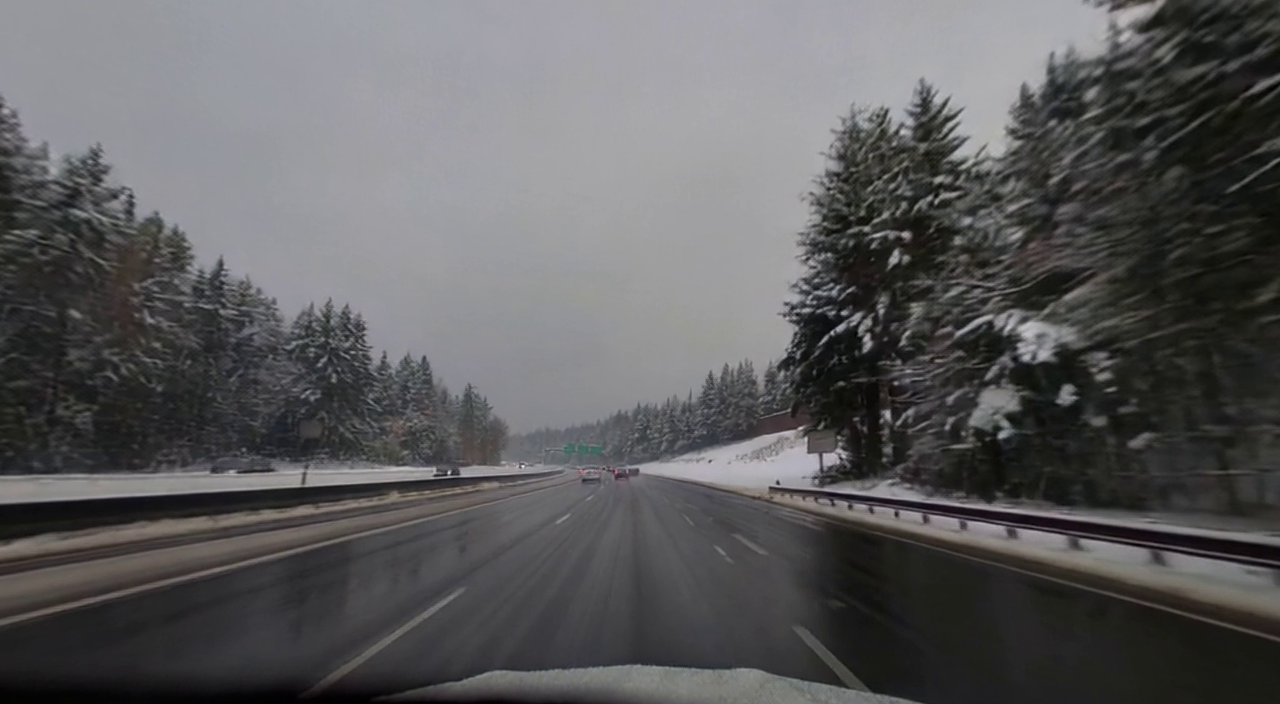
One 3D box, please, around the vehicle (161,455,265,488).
[{"bbox_3d":[-20.594,5.807,30.673,1.799,1.469,4.617,1,-11,0],"label":"vehicle"}]
